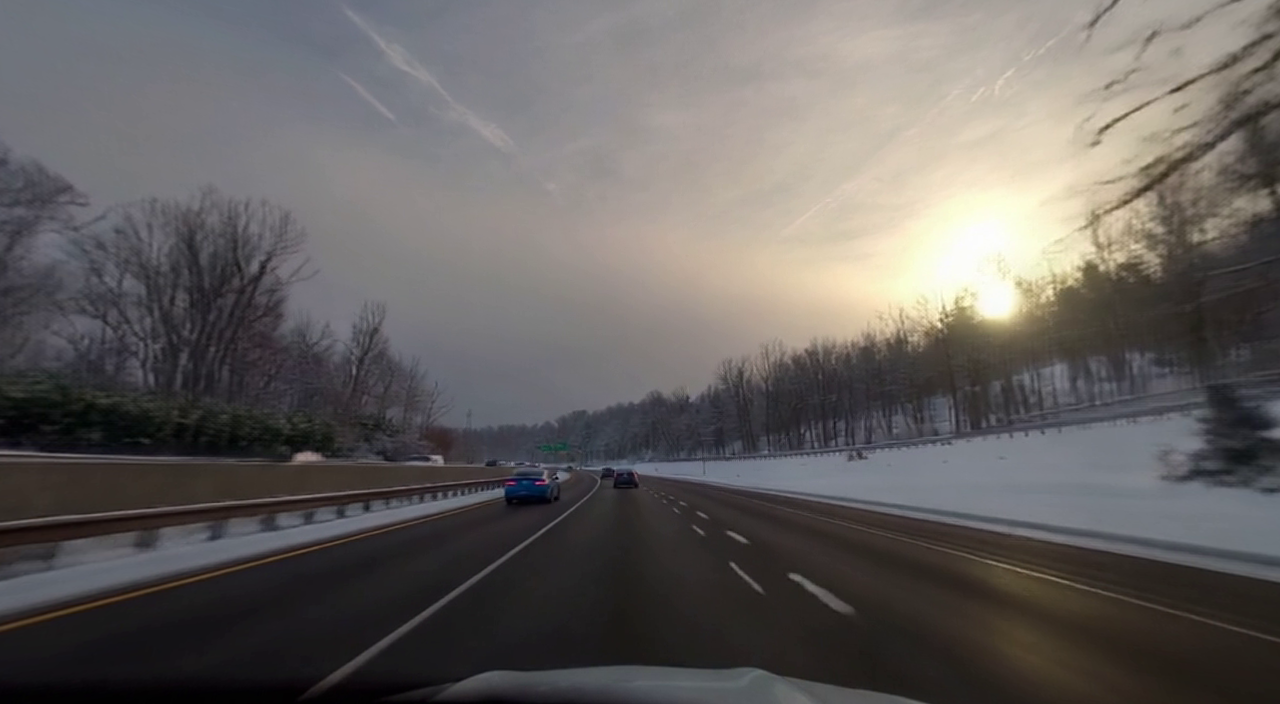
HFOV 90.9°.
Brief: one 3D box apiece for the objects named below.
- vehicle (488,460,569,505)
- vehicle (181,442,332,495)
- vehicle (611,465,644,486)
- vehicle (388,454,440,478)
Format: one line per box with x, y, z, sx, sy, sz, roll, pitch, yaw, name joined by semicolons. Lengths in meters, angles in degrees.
-4.159;4.989;24.346;2.310;1.521;4.731;1;-11;-1;vehicle
-12.496;3.873;21.019;2.114;1.518;4.635;1;-11;0;vehicle
-0.929;9.387;48.005;2.363;1.526;4.687;1;-11;-1;vehicle
-17.505;8.908;48.996;2.289;1.672;4.818;2;-10;-1;vehicle
